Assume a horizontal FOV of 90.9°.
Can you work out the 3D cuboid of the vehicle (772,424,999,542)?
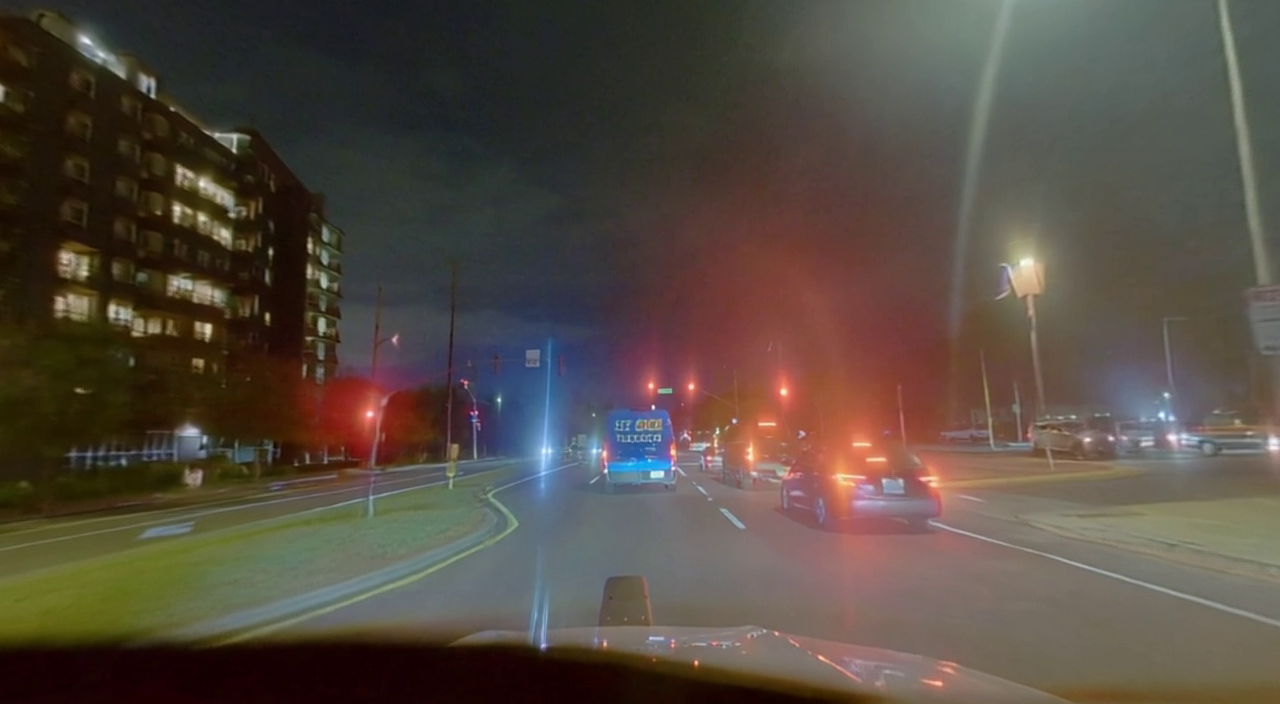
[{"bbox_3d":[3.605,2.012,10.367,1.951,1.483,4.582,0,-8,1],"label":"vehicle"}]

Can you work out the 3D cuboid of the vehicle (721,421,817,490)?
[{"bbox_3d":[3.647,3.017,18.634,1.965,1.771,4.295,0,-8,1],"label":"vehicle"}]

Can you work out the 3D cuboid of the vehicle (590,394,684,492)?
[{"bbox_3d":[0.051,2.706,18.735,2.422,2.488,4.992,-1,-8,3],"label":"vehicle"}]

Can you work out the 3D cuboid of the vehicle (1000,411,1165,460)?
[{"bbox_3d":[17.097,3.266,24.567,4.842,1.792,1.963,0,-8,2],"label":"vehicle"}]

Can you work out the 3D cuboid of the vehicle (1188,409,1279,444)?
[{"bbox_3d":[31.637,3.925,33.111,4.153,1.764,1.858,1,-8,-8],"label":"vehicle"}]
